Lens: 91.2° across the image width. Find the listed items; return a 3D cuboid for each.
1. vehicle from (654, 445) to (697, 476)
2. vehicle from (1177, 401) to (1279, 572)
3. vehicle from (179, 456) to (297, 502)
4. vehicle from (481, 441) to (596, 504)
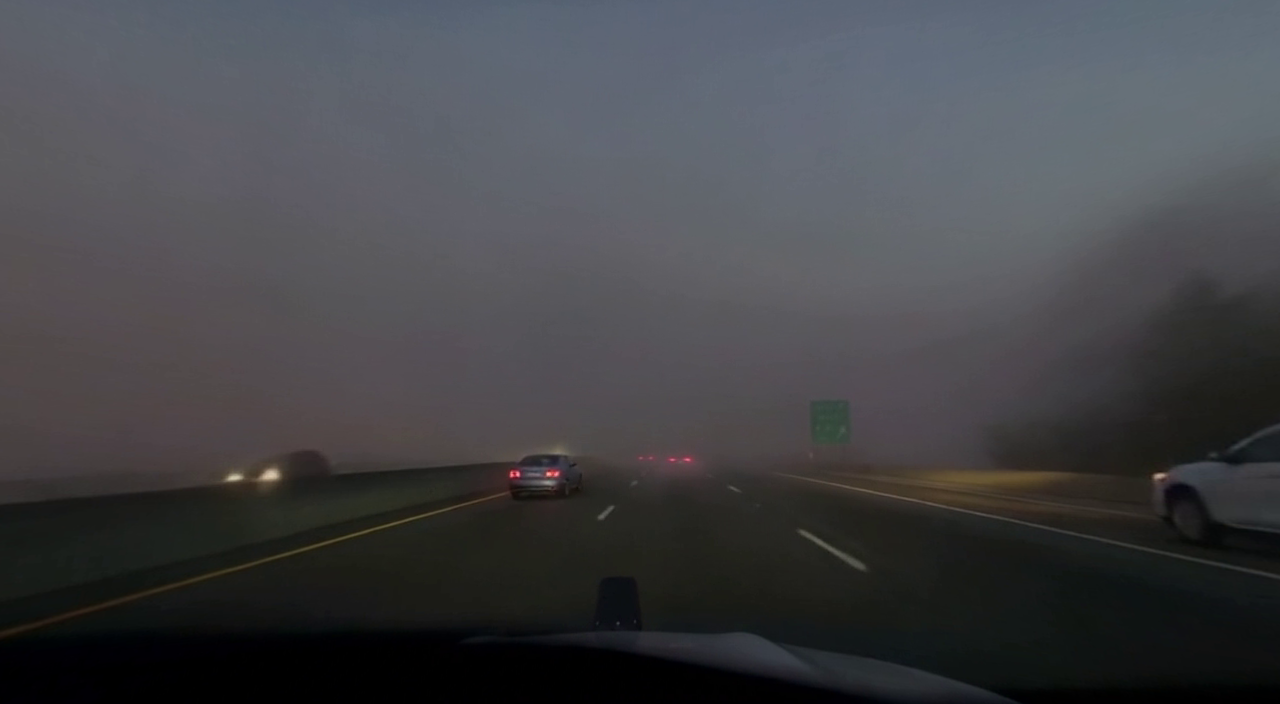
[{"bbox_3d":[2.025,5.978,34.685,1.969,1.595,3.964,-2,-9,9],"label":"vehicle"},{"bbox_3d":[7.266,1.180,5.227,2.143,1.667,4.221,-2,-9,8],"label":"vehicle"},{"bbox_3d":[-15.395,4.854,24.329,1.883,1.560,4.194,0,-9,-2],"label":"vehicle"},{"bbox_3d":[-2.775,3.419,18.272,2.084,1.594,4.219,-2,-9,9],"label":"vehicle"}]
